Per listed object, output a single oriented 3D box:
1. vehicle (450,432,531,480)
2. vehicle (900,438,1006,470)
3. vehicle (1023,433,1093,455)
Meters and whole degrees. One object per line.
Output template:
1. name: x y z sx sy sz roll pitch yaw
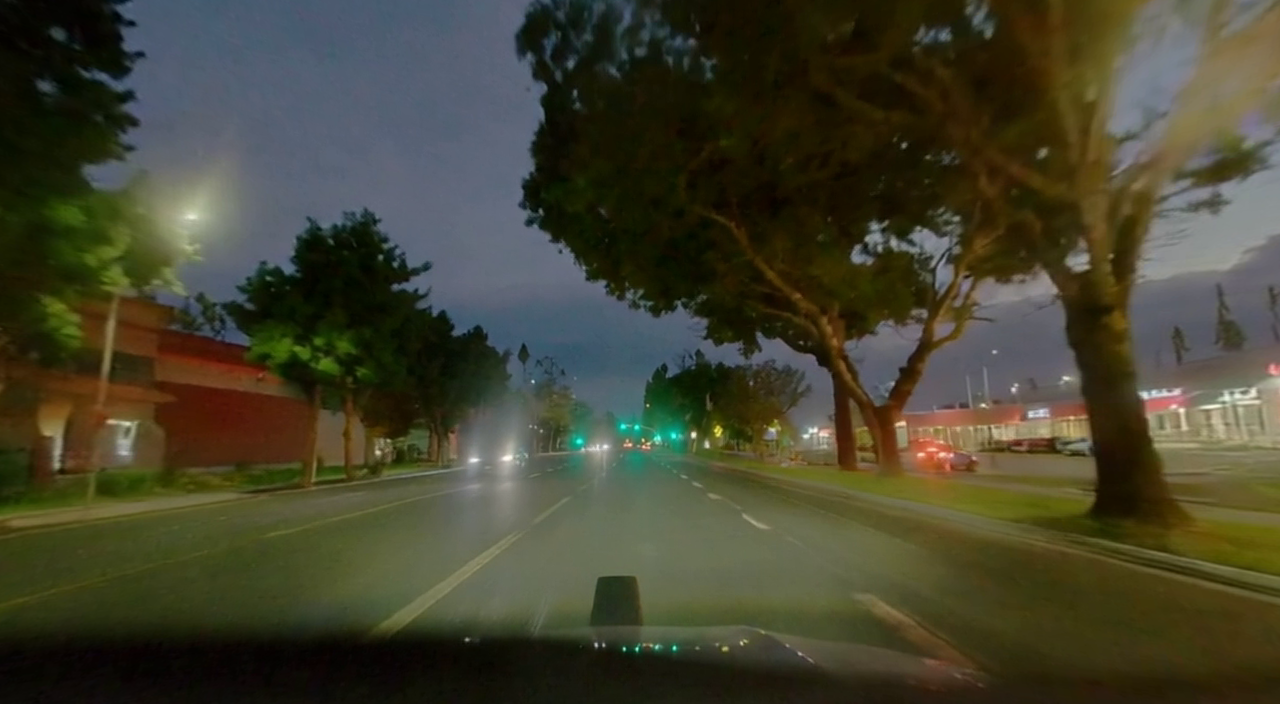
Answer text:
1. vehicle: -6.689 4.718 28.973 2.437 1.986 5.135 0 -8 0
2. vehicle: 16.187 5.288 32.869 4.421 1.412 1.949 -2 -8 -1
3. vehicle: 28.892 6.391 43.882 1.820 1.463 4.371 0 -8 -1
